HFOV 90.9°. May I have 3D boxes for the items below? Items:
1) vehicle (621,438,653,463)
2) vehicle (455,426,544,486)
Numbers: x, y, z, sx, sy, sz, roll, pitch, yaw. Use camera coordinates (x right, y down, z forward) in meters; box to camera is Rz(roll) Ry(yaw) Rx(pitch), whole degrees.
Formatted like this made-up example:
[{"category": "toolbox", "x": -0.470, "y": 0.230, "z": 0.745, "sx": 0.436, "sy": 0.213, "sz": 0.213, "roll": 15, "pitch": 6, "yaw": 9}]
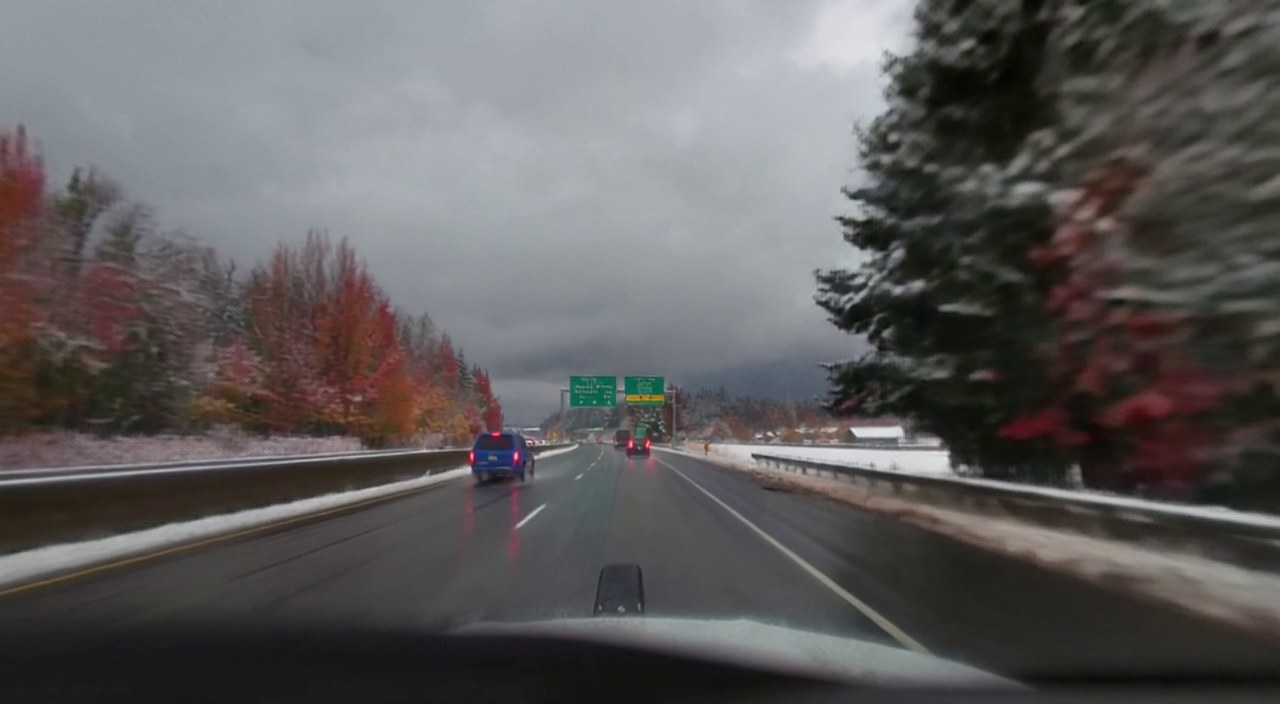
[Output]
[{"category": "vehicle", "x": -0.209, "y": 6.242, "z": 39.961, "sx": 1.939, "sy": 1.497, "sz": 3.863, "roll": 0, "pitch": -8, "yaw": -1}, {"category": "vehicle", "x": -4.411, "y": 3.325, "z": 20.443, "sx": 1.924, "sy": 1.720, "sz": 4.195, "roll": 0, "pitch": -8, "yaw": 0}]
